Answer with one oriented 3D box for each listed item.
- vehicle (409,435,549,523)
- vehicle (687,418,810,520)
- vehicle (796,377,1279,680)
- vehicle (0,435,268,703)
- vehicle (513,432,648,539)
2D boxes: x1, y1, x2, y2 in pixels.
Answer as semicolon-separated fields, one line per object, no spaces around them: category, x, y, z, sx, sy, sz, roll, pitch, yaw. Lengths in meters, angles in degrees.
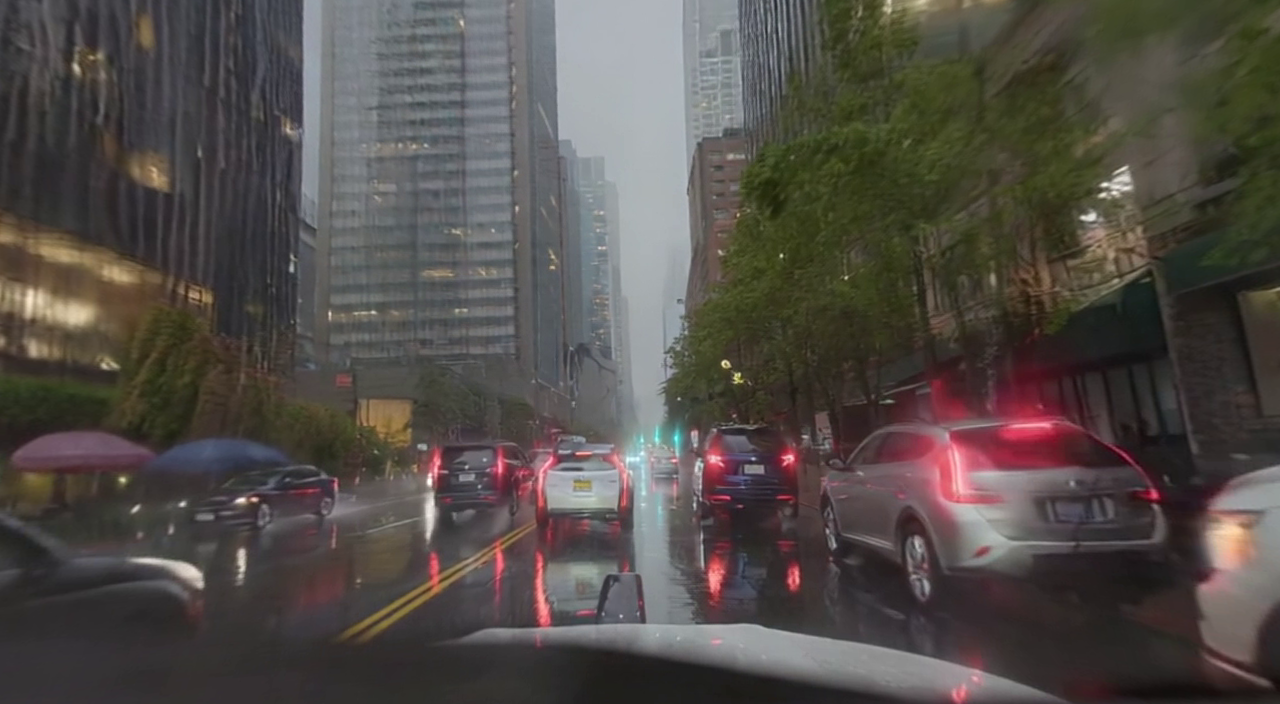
vehicle;-3.743;3.031;15.736;2.000;1.818;4.668;-1;-8;4
vehicle;2.635;2.657;14.864;2.352;1.953;4.798;-2;-9;12
vehicle;3.076;1.360;6.045;1.971;1.749;4.564;0;-8;0
vehicle;-3.447;0.993;1.879;1.940;1.481;4.376;-1;-8;1
vehicle;-0.935;2.424;12.079;2.076;1.667;3.948;-1;-8;2
